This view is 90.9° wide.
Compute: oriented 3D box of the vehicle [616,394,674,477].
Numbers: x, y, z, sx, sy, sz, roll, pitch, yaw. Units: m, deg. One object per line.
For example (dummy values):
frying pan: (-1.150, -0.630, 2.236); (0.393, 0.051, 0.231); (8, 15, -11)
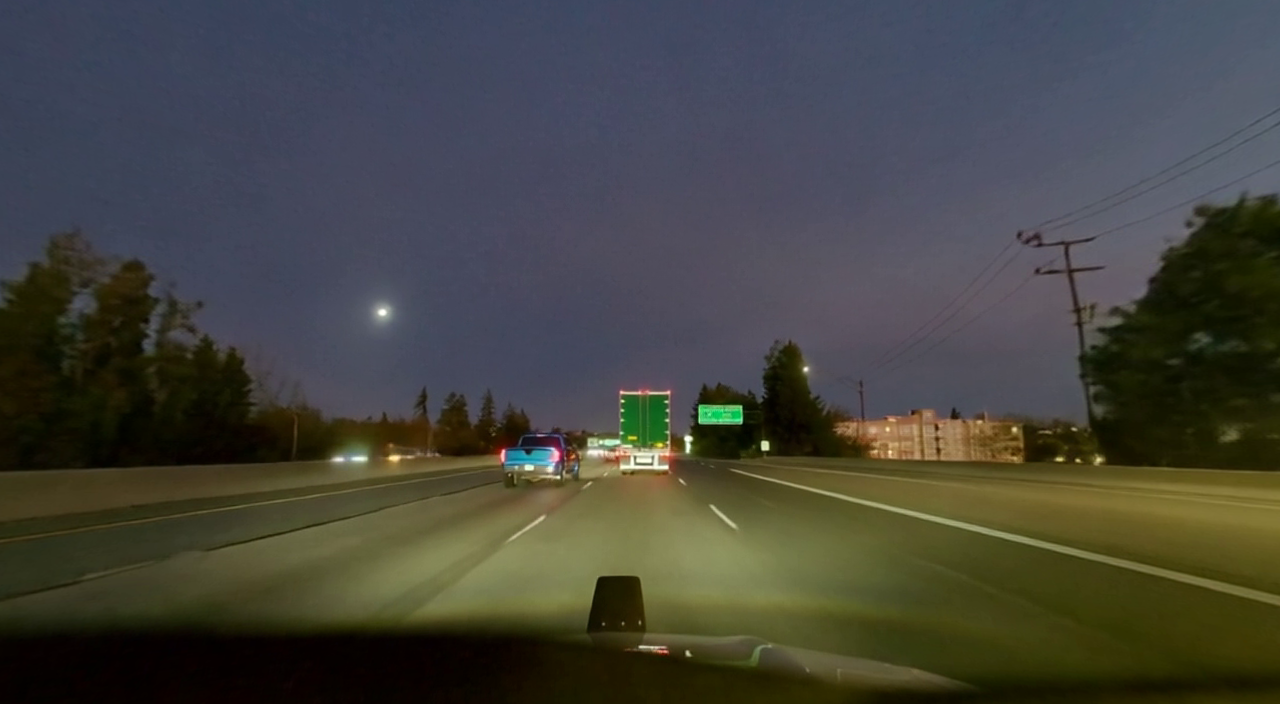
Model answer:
vehicle: (0.304, 5.089, 37.889); (2.879, 4.085, 13.125); (0, -8, 0)

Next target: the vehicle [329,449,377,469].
vehicle: (-21.930, 8.173, 48.327); (1.827, 1.471, 3.950); (0, -8, 1)

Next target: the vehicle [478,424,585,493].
vehicle: (-3.700, 3.846, 23.150); (2.749, 2.141, 6.515); (0, -8, 0)

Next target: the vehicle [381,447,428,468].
vehicle: (-17.838, 7.995, 47.957); (1.903, 1.474, 4.223); (0, -8, 1)
